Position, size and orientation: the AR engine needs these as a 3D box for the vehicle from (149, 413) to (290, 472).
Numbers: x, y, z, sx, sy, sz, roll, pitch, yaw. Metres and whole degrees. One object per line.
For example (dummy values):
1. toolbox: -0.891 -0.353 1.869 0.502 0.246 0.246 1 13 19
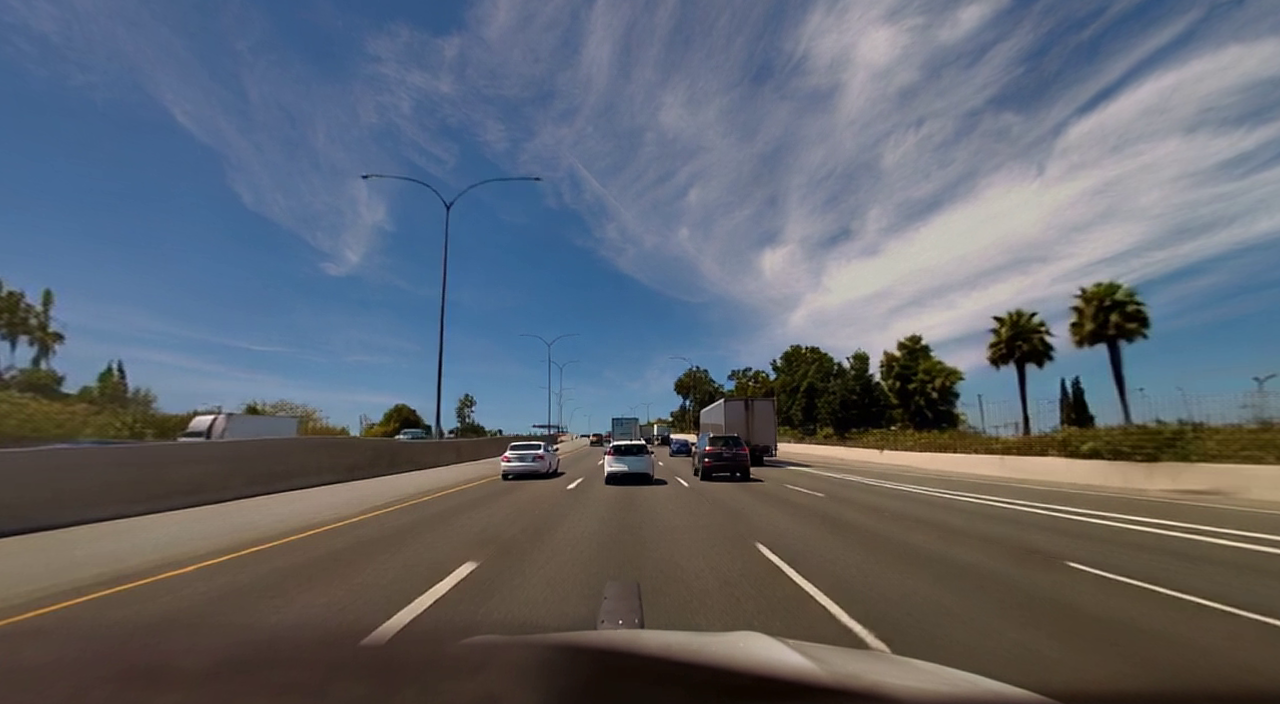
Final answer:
1. vehicle: -30.430 6.710 46.572 2.839 3.817 11.855 0 -8 -3

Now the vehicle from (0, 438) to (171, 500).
1. vehicle: -19.021 3.954 21.809 2.038 1.886 4.746 0 -8 -4

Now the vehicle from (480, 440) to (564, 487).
1. vehicle: -3.910 3.755 21.608 1.998 1.423 4.436 0 -8 0

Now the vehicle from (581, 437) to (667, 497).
1. vehicle: -0.415 3.152 17.654 2.136 1.470 3.971 0 -8 0

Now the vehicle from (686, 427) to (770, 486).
1. vehicle: 2.951 3.642 22.238 2.173 1.870 4.499 0 -8 -2
